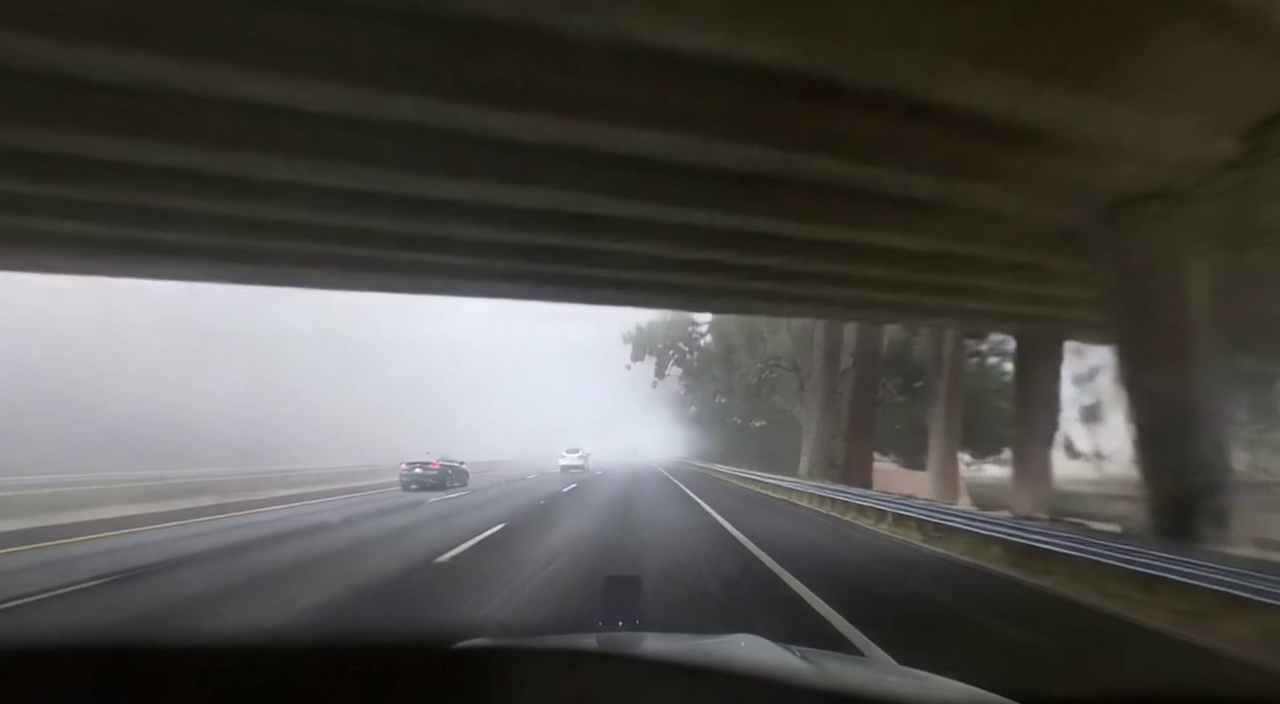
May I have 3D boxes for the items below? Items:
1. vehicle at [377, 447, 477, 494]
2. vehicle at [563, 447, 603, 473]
[{"bbox_3d":[-7.621,4.270,23.112,2.002,1.507,4.631,0,-9,1],"label":"vehicle"},{"bbox_3d":[-3.667,7.056,41.341,2.102,1.571,4.666,0,-9,1],"label":"vehicle"}]
